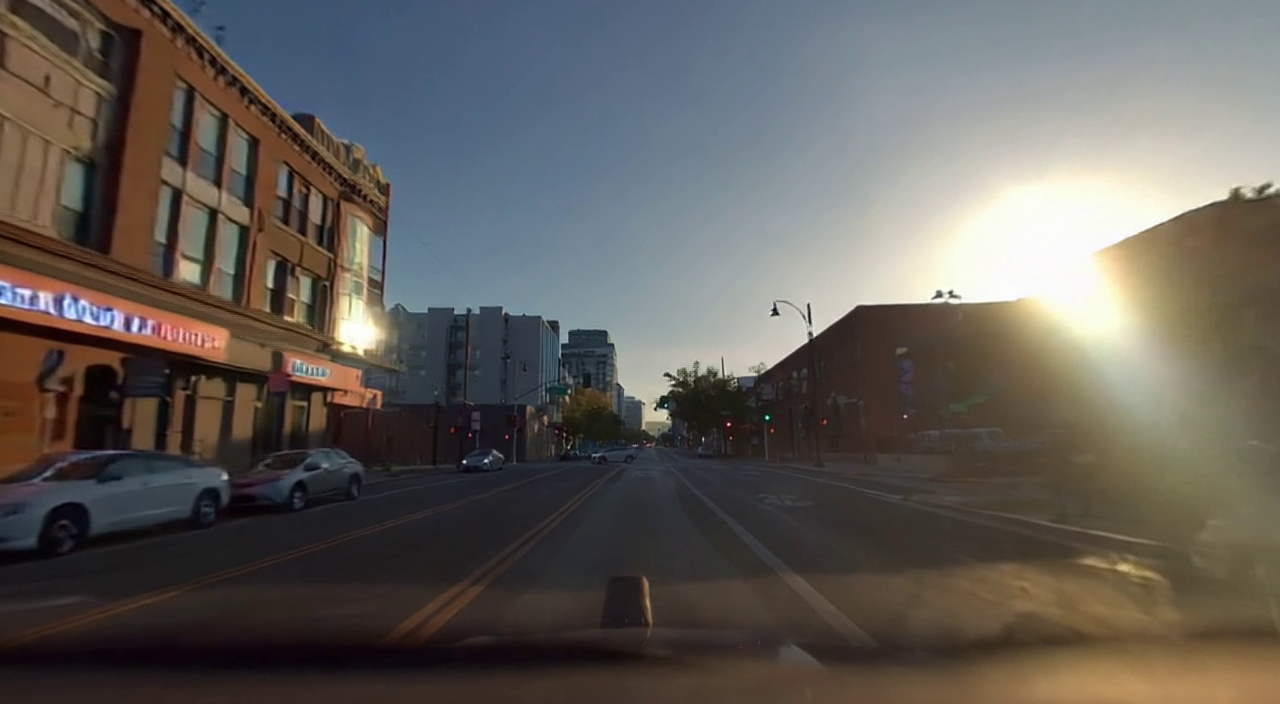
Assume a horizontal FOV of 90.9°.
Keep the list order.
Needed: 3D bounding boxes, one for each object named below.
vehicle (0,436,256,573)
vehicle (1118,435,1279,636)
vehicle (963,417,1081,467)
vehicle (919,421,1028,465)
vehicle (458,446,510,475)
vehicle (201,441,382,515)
[{"bbox_3d":[-8.990,2.304,10.507,2.004,1.709,4.941,-1,-8,1],"label":"vehicle"},{"bbox_3d":[6.040,1.357,4.310,1.989,1.571,4.607,0,-8,2],"label":"vehicle"},{"bbox_3d":[17.964,4.298,30.079,2.145,2.151,5.636,-1,-8,1],"label":"vehicle"},{"bbox_3d":[15.317,4.252,29.403,2.180,1.848,5.417,0,-8,1],"label":"vehicle"},{"bbox_3d":[-8.948,6.242,36.600,1.908,1.529,4.522,0,-8,-1],"label":"vehicle"},{"bbox_3d":[-8.743,3.153,16.423,1.961,1.627,4.634,-1,-8,2],"label":"vehicle"}]
